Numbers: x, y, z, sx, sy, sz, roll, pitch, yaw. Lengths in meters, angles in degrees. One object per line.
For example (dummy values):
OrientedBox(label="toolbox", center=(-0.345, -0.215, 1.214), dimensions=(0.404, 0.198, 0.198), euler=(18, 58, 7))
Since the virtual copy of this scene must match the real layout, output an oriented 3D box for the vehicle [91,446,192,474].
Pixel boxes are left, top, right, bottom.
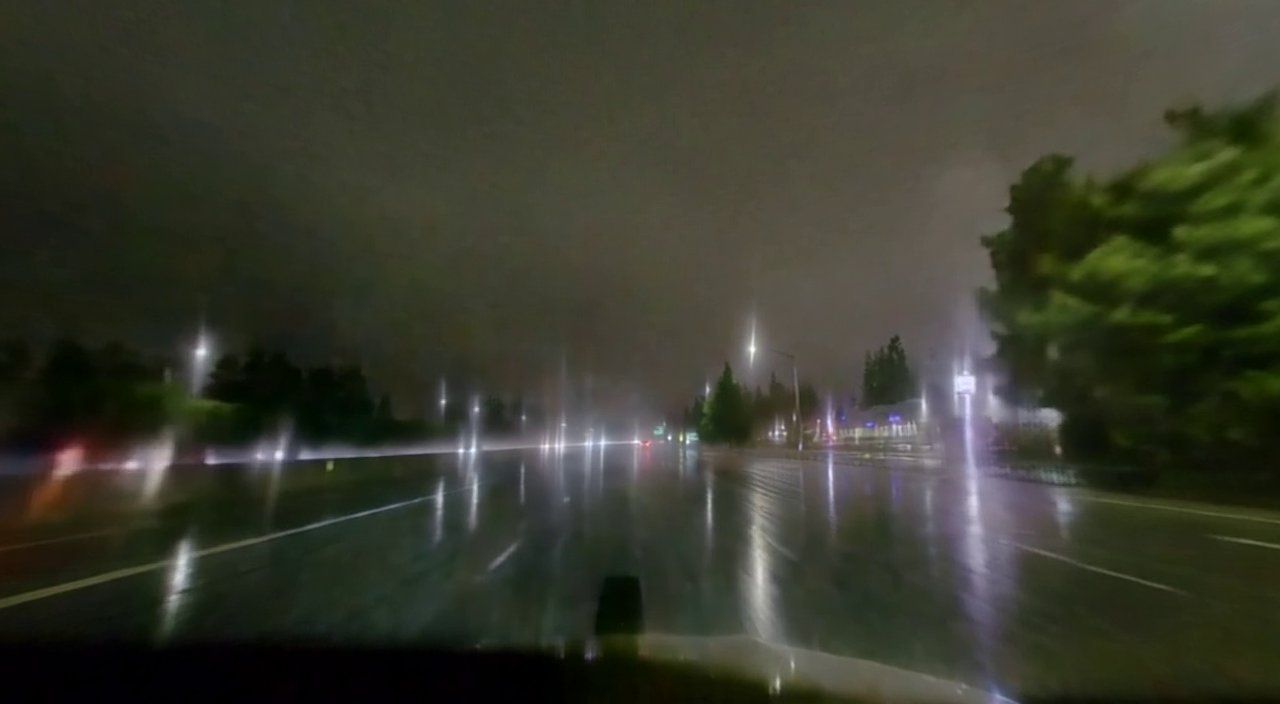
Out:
OrientedBox(label="vehicle", center=(-28.924, 6.273, 36.761), dimensions=(1.884, 1.520, 4.764), euler=(0, -9, 2))
